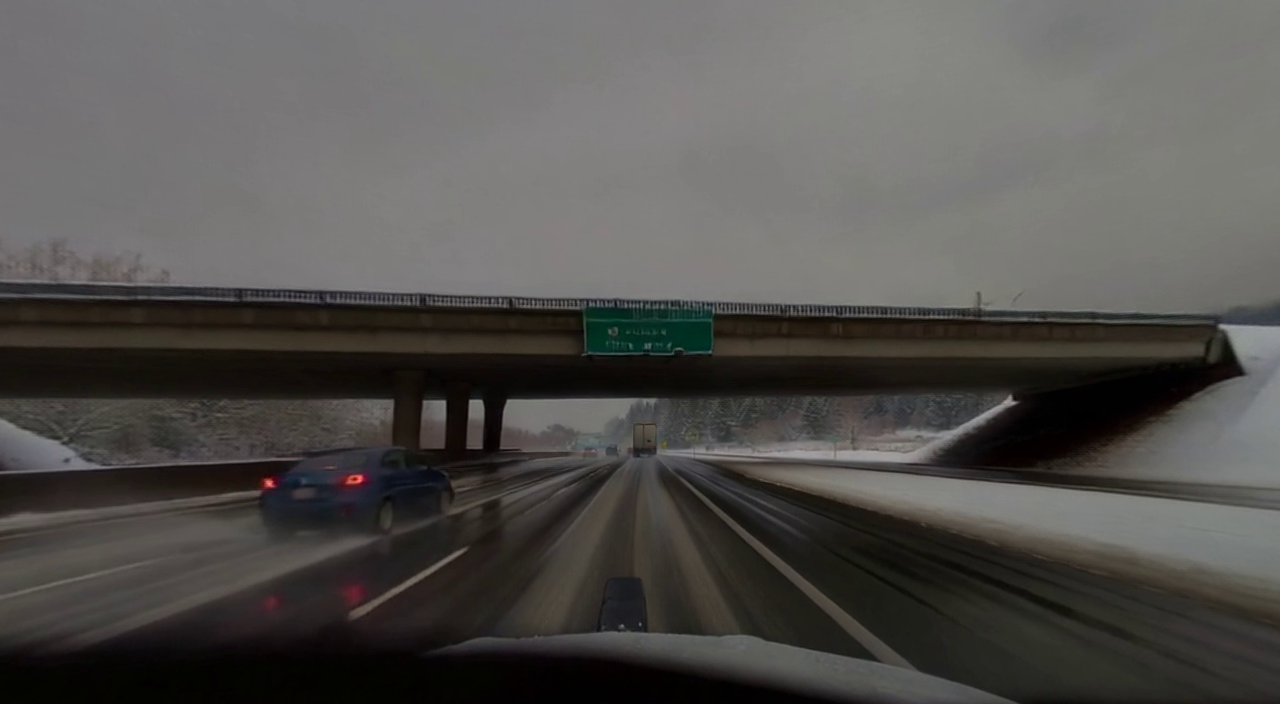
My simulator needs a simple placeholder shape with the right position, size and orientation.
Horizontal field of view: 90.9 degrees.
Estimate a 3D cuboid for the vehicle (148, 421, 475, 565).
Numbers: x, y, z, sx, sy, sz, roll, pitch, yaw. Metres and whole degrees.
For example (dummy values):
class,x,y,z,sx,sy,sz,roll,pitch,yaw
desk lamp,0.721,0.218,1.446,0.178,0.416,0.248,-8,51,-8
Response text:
class,x,y,z,sx,sy,sz,roll,pitch,yaw
vehicle,-4.367,1.986,9.675,2.235,1.593,5.077,0,-9,1
